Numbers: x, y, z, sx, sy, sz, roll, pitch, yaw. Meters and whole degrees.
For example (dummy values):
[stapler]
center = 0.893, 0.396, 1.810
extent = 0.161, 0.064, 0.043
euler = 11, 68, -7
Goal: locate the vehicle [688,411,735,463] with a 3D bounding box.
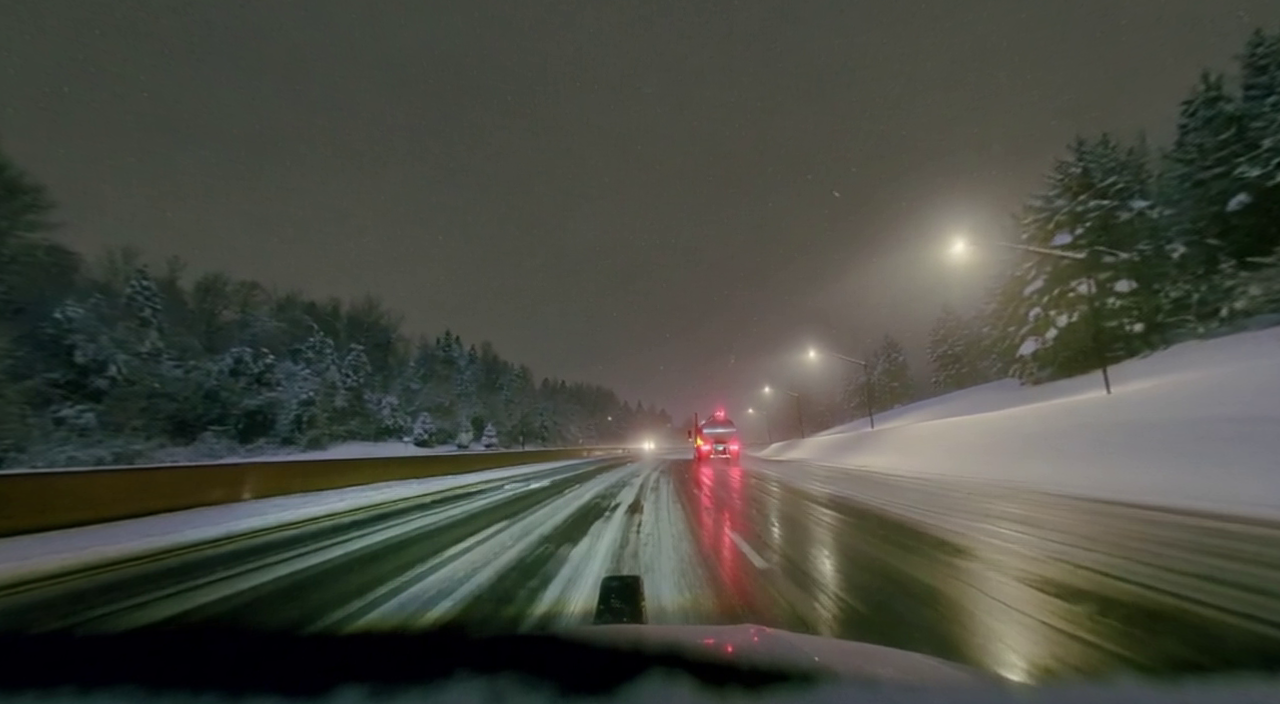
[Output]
[vehicle]
center = 5.370, 6.611, 48.879
extent = 3.034, 3.651, 8.256
euler = -1, -9, 3
